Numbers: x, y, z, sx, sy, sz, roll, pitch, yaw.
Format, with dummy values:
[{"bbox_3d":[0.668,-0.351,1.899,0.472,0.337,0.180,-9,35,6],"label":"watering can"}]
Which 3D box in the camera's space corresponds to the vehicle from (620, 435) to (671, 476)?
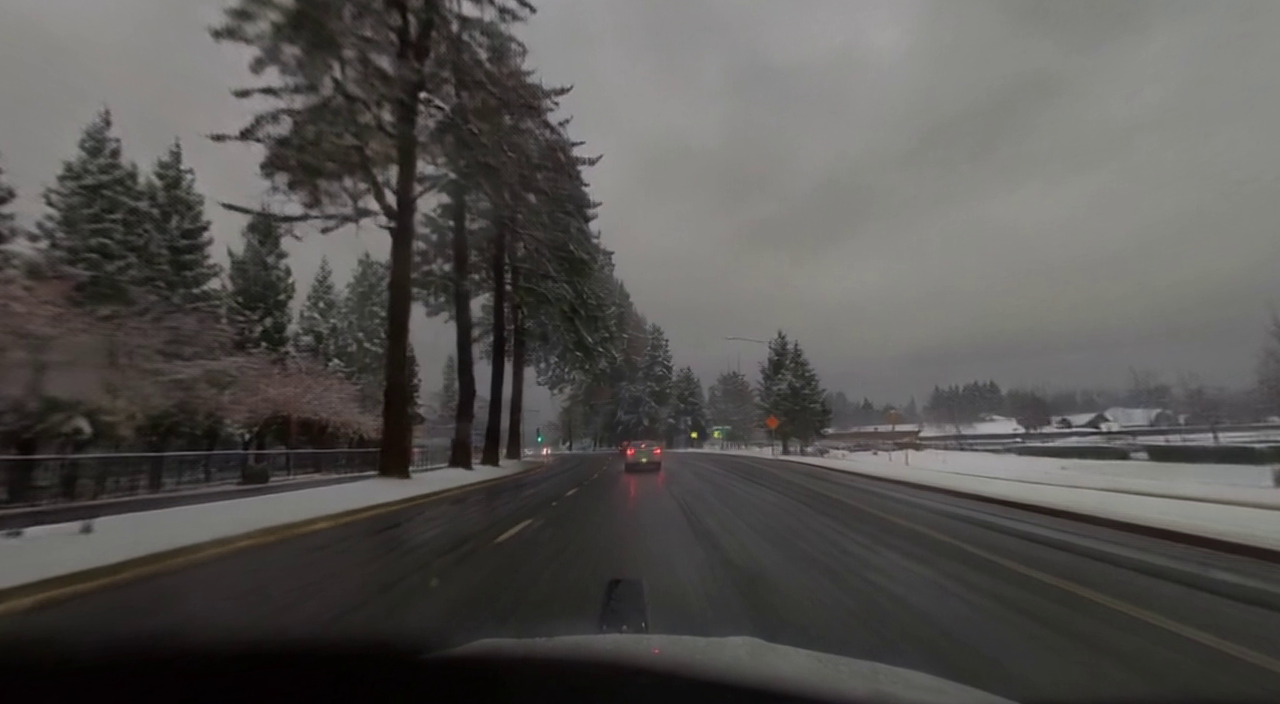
[{"bbox_3d":[0.165,4.649,28.383,2.135,1.691,3.884,0,-9,-2],"label":"vehicle"}]
